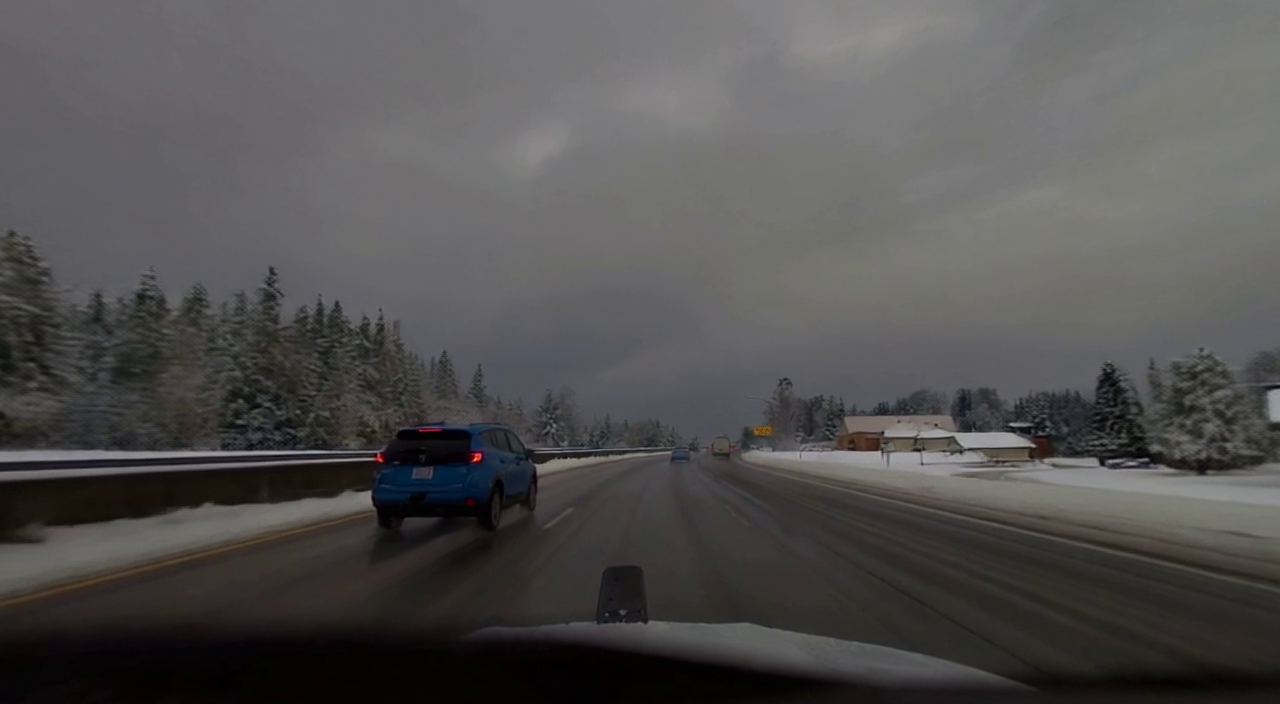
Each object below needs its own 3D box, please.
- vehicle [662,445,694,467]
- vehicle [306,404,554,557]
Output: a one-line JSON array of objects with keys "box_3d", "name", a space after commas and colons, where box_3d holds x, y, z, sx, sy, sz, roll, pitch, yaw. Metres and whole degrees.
[{"box_3d": [2.673, 7.309, 44.318, 2.158, 1.458, 3.656, -1, -9, 4], "name": "vehicle"}, {"box_3d": [-2.867, 1.918, 10.096, 2.185, 1.823, 4.854, 0, -9, 2], "name": "vehicle"}]
